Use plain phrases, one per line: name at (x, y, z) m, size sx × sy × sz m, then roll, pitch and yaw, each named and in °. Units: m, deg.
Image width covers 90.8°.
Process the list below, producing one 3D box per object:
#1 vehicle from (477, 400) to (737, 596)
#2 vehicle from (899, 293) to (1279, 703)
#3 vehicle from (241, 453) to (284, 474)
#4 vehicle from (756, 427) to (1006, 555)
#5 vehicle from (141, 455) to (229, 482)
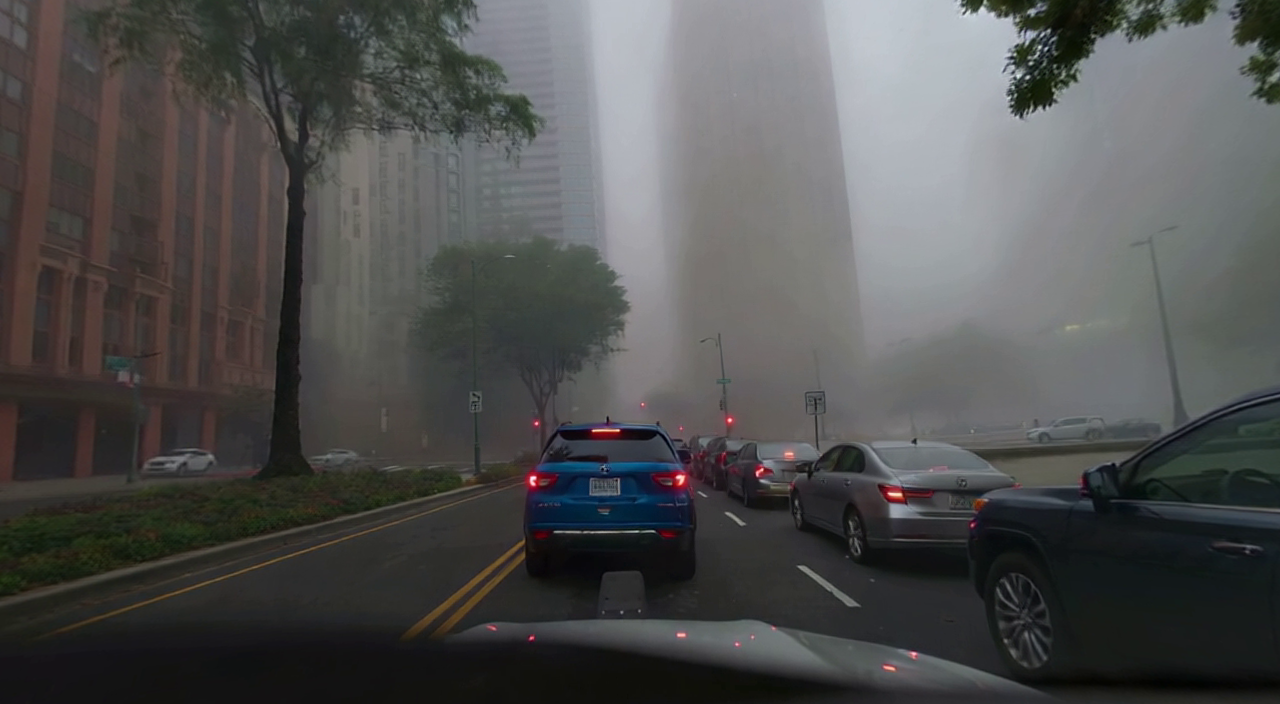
vehicle at (-0.337, 1.579, 7.619) m, size 2.249 × 1.684 × 4.084 m, roll 0°, pitch -9°, yaw -2°
vehicle at (2.996, 0.750, 2.251) m, size 2.063 × 1.760 × 4.664 m, roll 0°, pitch -9°, yaw -1°
vehicle at (-28.808, 8.466, 48.122) m, size 1.960 × 1.459 × 4.699 m, roll 7°, pitch -11°, yaw -40°
vehicle at (3.280, 1.986, 9.819) m, size 1.941 × 1.482 × 4.632 m, roll 0°, pitch -9°, yaw -2°
vehicle at (-27.617, 7.059, 38.561) m, size 1.967 × 1.428 × 4.832 m, roll 0°, pitch -9°, yaw -3°
